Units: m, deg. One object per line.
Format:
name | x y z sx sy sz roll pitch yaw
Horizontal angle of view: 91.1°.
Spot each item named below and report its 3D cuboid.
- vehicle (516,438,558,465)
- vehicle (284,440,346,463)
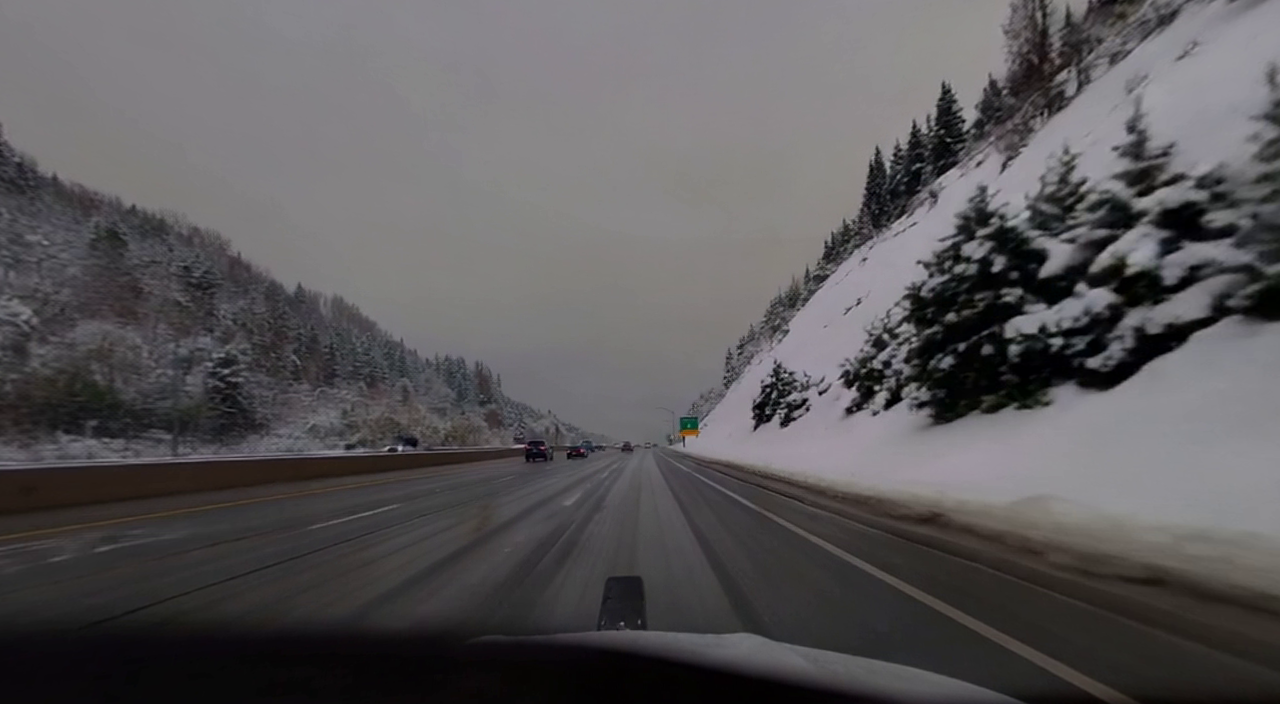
vehicle | -6.626 6.441 40.796 1.972 1.660 4.254 0 -8 0
vehicle | -22.410 6.849 43.469 1.790 1.478 4.416 0 -8 2
